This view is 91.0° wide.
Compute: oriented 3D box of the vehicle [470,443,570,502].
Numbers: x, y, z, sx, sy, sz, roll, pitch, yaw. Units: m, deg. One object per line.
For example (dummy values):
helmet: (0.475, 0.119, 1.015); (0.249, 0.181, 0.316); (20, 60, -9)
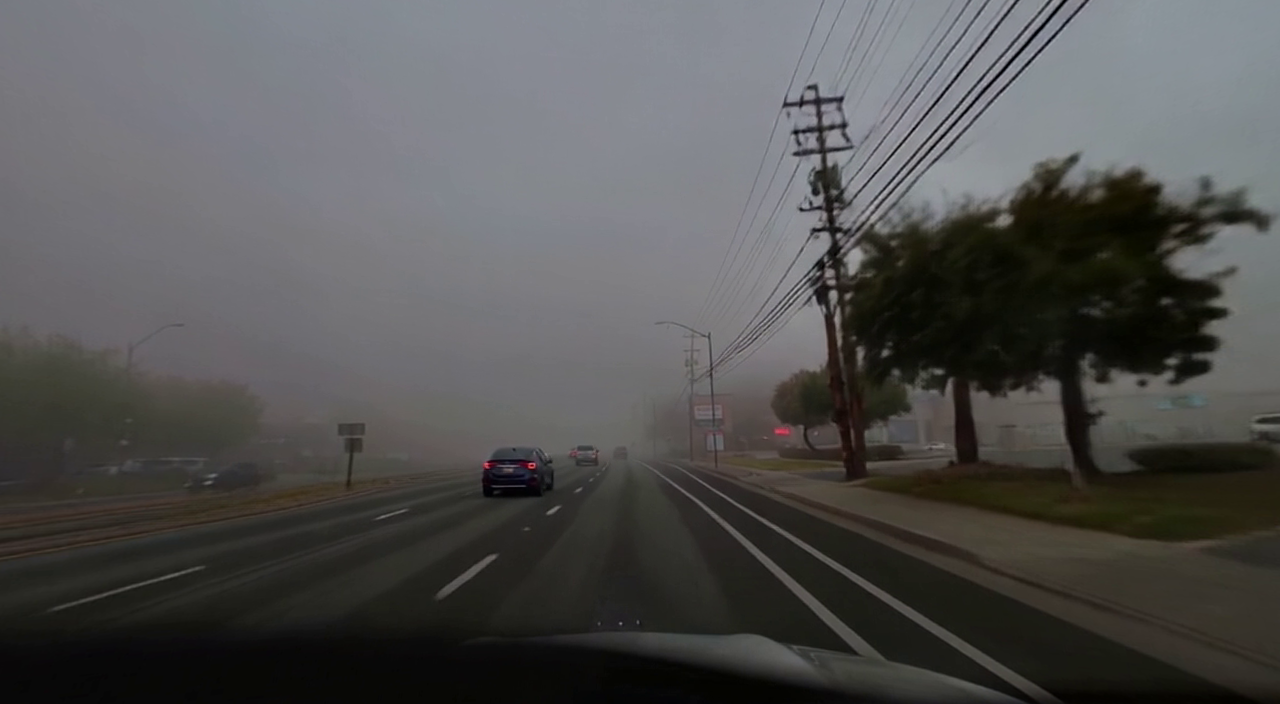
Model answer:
vehicle: (-3.286, 3.375, 18.145); (1.942, 1.469, 4.426); (0, -9, 1)

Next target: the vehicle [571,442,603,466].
vehicle: (-4.046, 7.861, 48.636); (2.087, 1.736, 4.311); (0, -9, -1)

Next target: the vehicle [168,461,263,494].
vehicle: (-25.207, 7.441, 37.611); (1.973, 1.695, 4.541); (-1, -9, 11)
